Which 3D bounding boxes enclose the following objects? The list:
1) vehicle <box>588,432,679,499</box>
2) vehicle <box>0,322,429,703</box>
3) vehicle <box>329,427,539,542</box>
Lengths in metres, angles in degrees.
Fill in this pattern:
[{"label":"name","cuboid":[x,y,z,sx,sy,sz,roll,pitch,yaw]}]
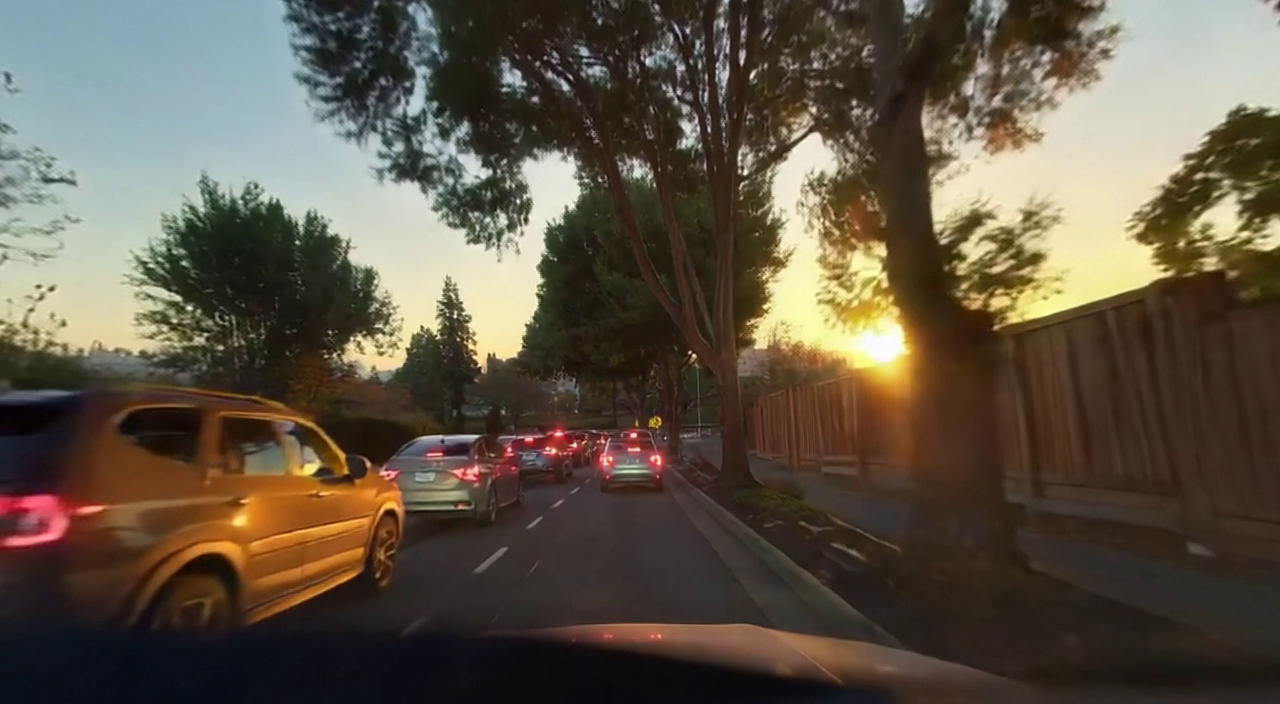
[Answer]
[{"label":"vehicle","cuboid":[-0.138,2.773,15.742,1.995,1.460,3.865,0,-8,0]},{"label":"vehicle","cuboid":[-3.090,1.052,3.931,1.999,1.727,4.340,0,-8,0]},{"label":"vehicle","cuboid":[-3.155,2.130,10.842,1.980,1.520,4.636,0,-8,1]}]
